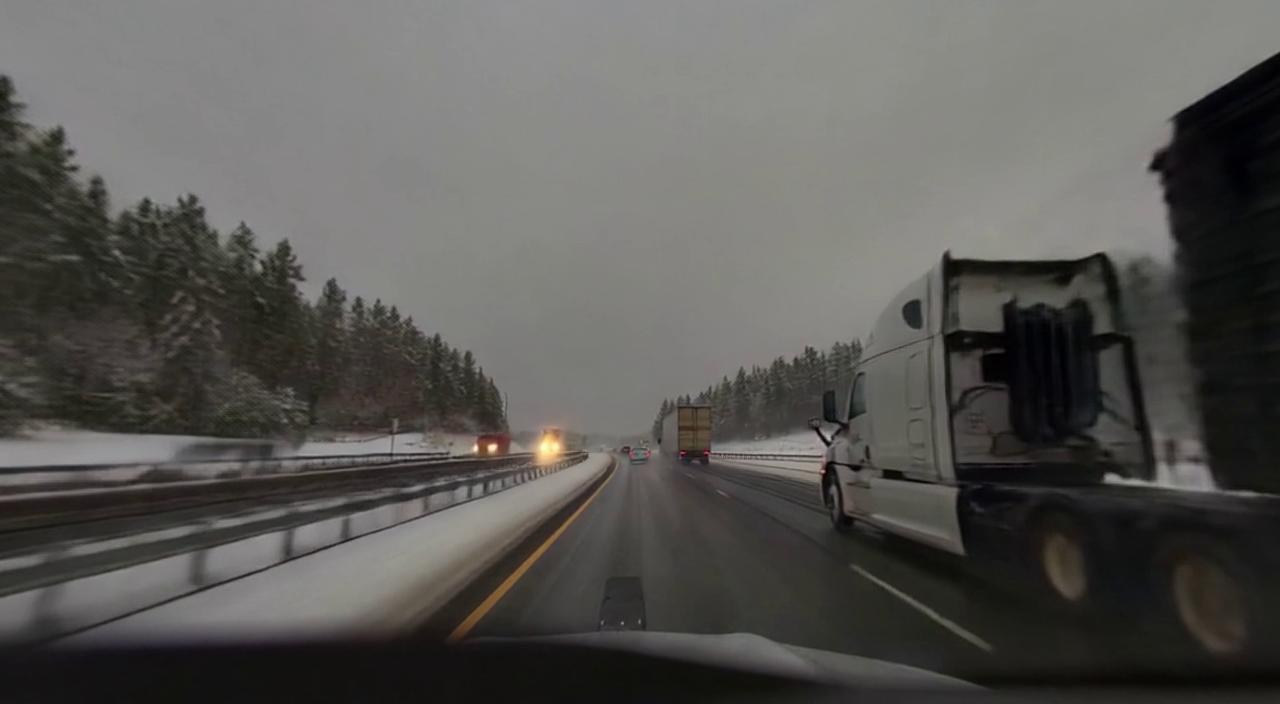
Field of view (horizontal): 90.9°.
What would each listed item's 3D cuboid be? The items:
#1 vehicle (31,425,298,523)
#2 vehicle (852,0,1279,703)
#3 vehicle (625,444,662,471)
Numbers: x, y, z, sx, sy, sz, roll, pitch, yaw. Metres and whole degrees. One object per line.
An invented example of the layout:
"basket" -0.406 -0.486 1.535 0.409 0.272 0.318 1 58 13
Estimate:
"vehicle" -9.108 2.361 12.704 2.020 1.618 4.287 0 -9 0
"vehicle" 4.457 -0.158 0.853 2.867 3.571 14.305 0 -9 -2
"vehicle" 0.141 6.323 38.093 2.051 1.513 4.511 0 -9 -2
